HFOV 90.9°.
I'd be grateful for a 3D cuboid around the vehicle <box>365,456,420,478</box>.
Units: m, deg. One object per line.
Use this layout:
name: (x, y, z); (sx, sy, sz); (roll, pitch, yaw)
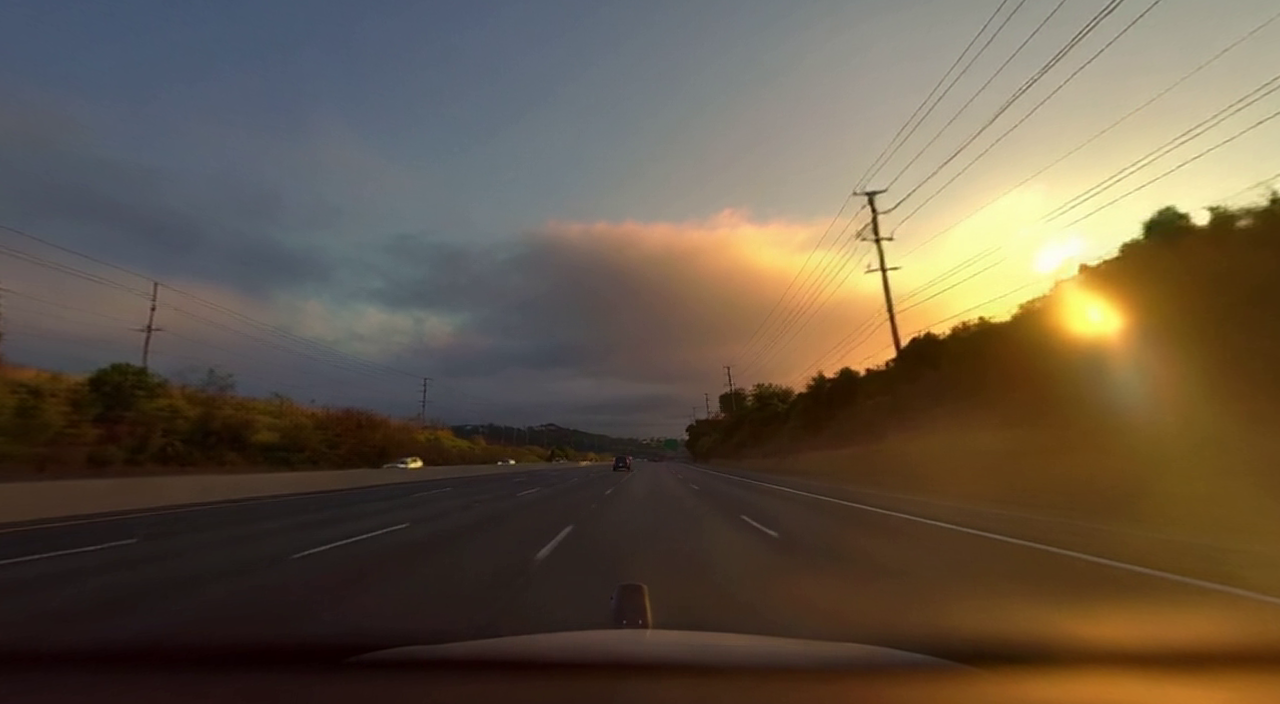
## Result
vehicle: (-17.987, 8.357, 46.031); (1.908, 1.499, 4.803); (0, -9, 2)
